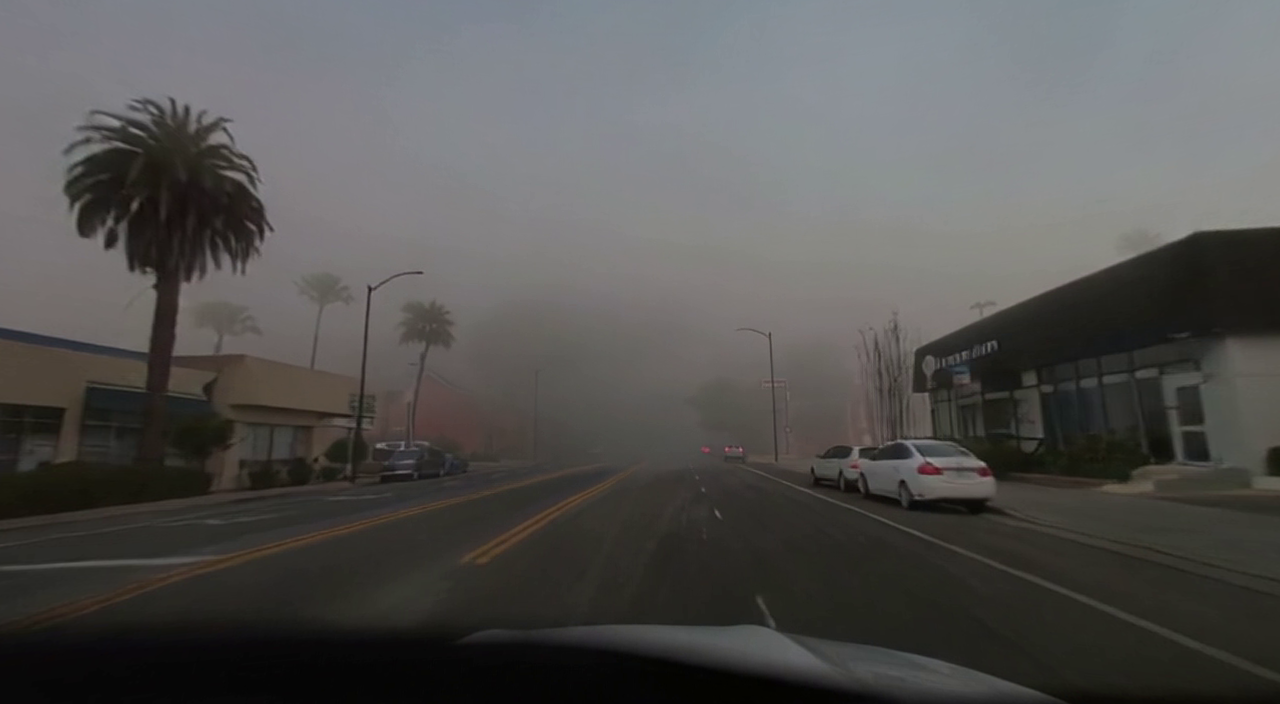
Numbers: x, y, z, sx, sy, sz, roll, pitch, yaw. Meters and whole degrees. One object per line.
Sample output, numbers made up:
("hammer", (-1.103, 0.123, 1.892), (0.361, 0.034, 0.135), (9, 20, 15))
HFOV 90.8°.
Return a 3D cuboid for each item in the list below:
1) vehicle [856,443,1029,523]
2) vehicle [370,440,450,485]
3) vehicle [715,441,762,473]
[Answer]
("vehicle", (6.587, 2.847, 14.392), (1.834, 1.504, 4.331), (0, -8, 1))
("vehicle", (-11.441, 5.487, 31.915), (1.949, 2.026, 5.141), (1, -8, 2))
("vehicle", (4.932, 5.309, 32.210), (2.067, 1.477, 4.653), (-1, -8, 6))
